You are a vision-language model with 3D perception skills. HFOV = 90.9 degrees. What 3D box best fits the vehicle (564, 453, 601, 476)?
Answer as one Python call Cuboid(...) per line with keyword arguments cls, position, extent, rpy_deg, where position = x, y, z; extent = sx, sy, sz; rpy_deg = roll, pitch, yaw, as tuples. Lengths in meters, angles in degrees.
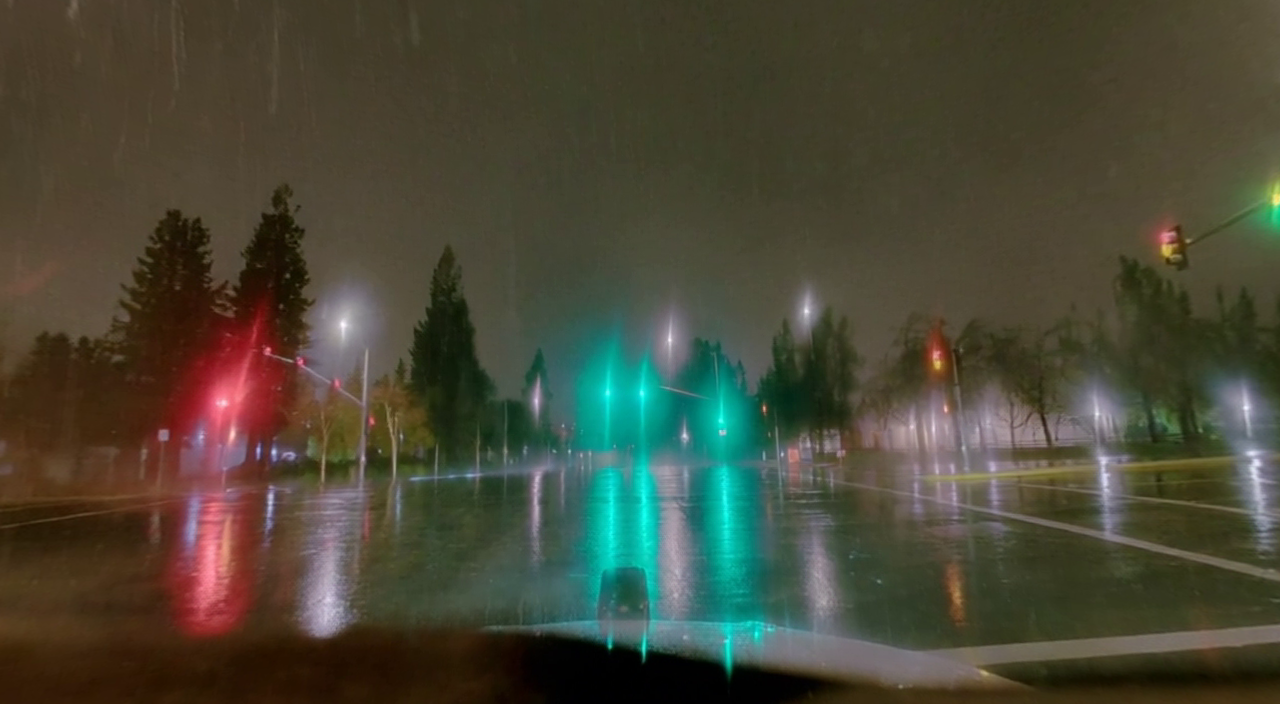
Cuboid(cls="vehicle", position=(-4.468, 8.849, 49.857), extent=(2.030, 1.704, 4.205), rpy_deg=(-1, -8, 7))
